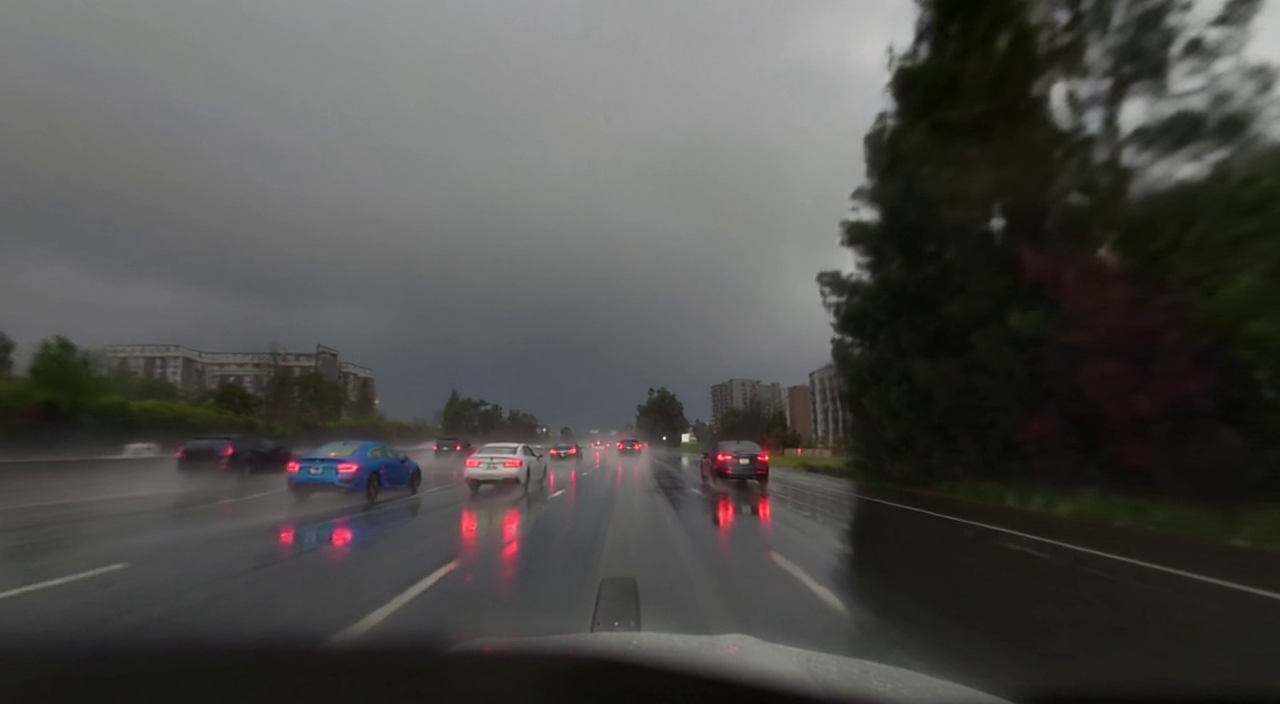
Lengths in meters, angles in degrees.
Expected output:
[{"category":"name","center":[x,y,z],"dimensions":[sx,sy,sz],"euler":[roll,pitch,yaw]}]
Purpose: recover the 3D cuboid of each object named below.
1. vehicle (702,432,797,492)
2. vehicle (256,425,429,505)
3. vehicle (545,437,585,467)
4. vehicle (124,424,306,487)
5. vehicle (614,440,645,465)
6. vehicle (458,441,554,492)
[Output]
[{"category":"vehicle","center":[3.287,3.414,19.924],"dimensions":[2.061,1.658,4.417],"euler":[0,-8,-2]},{"category":"vehicle","center":[-7.487,2.898,16.677],"dimensions":[2.086,1.776,5.080],"euler":[0,-8,0]},{"category":"vehicle","center":[-4.673,6.332,40.074],"dimensions":[2.044,1.774,4.329],"euler":[0,-8,0]},{"category":"vehicle","center":[-15.400,3.799,23.578],"dimensions":[2.396,1.999,6.333],"euler":[0,-8,0]},{"category":"vehicle","center":[-0.707,6.989,44.125],"dimensions":[2.053,1.650,3.945],"euler":[0,-8,-1]},{"category":"vehicle","center":[-4.168,3.628,20.434],"dimensions":[2.124,1.426,4.444],"euler":[0,-8,0]}]
